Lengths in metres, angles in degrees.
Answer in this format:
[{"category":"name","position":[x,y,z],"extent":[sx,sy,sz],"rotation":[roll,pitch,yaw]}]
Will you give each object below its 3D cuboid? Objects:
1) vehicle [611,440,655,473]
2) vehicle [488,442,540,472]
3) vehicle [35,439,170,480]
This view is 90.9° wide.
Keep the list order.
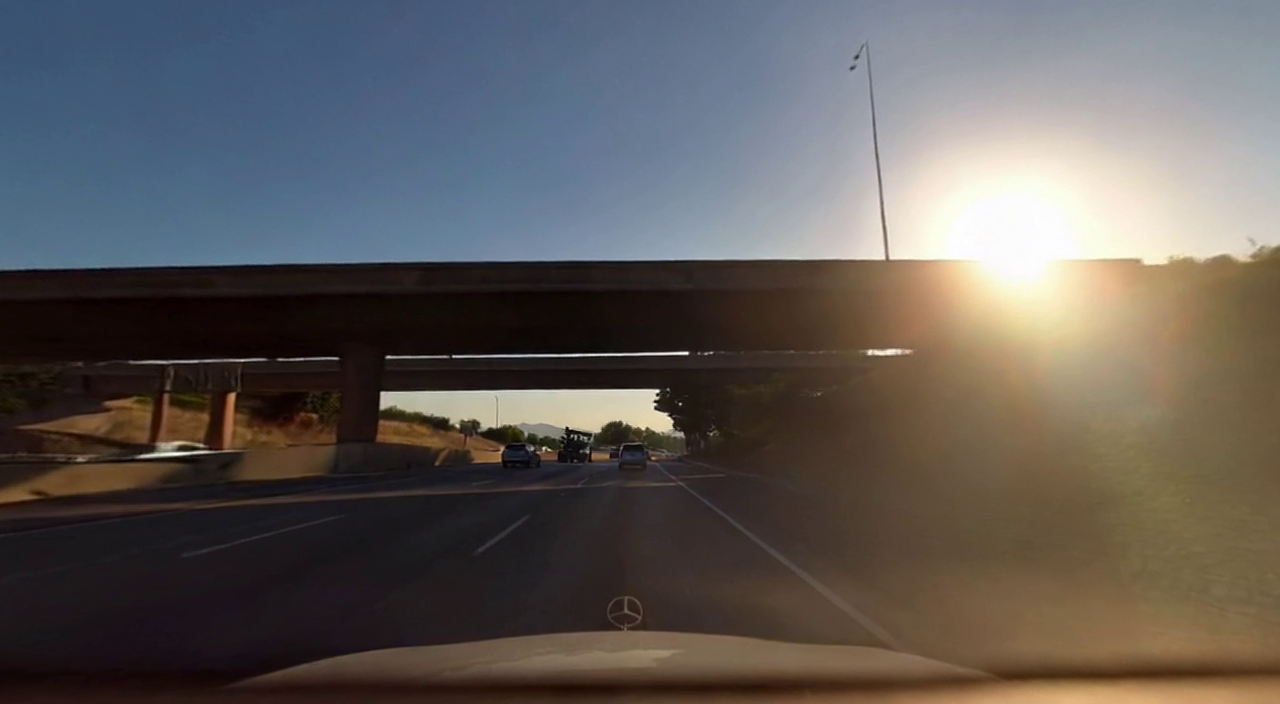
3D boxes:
[{"category":"vehicle","position":[-0.372,5.928,36.050],"extent":[2.336,1.722,4.212],"rotation":[0,-8,0]},{"category":"vehicle","position":[-7.541,6.306,38.178],"extent":[2.115,1.644,4.513],"rotation":[0,-8,2]},{"category":"vehicle","position":[-21.496,4.295,25.493],"extent":[1.753,1.480,4.197],"rotation":[0,-8,0]}]
